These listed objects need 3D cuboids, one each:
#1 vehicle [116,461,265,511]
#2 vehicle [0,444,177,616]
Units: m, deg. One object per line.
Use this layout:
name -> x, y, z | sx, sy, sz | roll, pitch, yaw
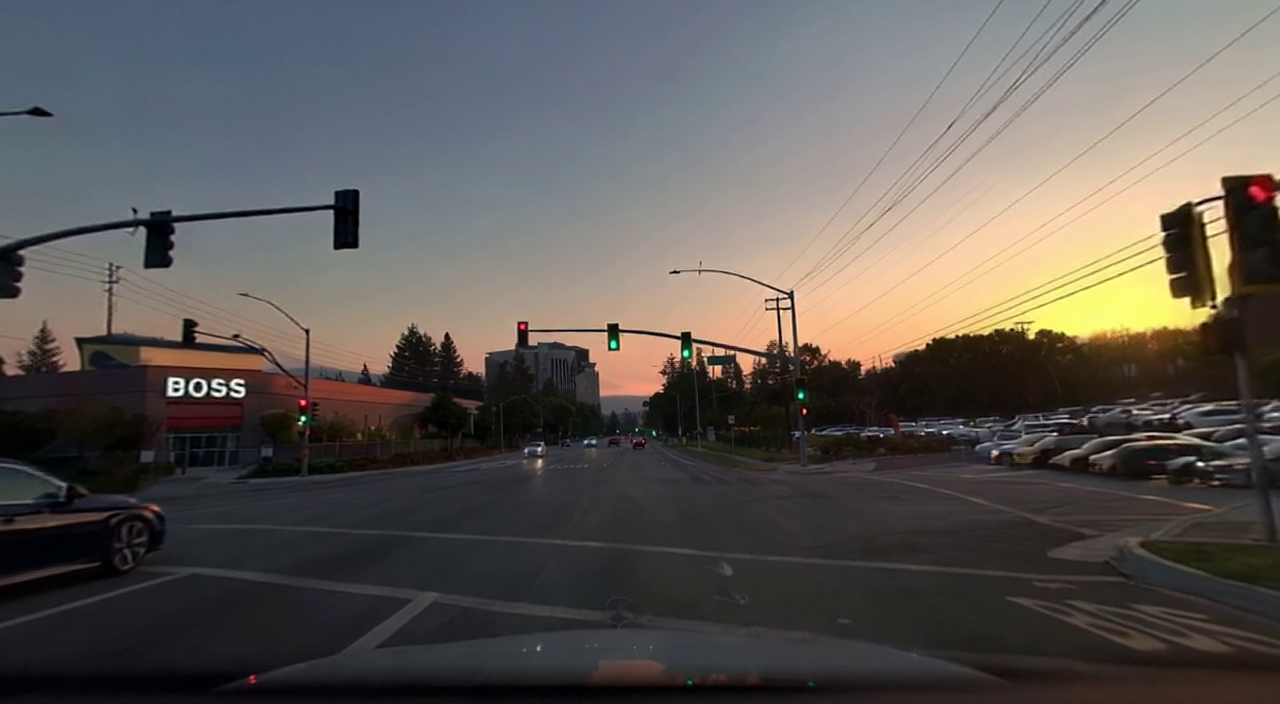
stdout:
vehicle -> -17.206, 5.127, 24.358 | 4.298, 1.466, 1.921 | -4, -9, -2
vehicle -> -6.431, 1.527, 5.365 | 1.928, 1.451, 4.219 | 0, -9, -3
